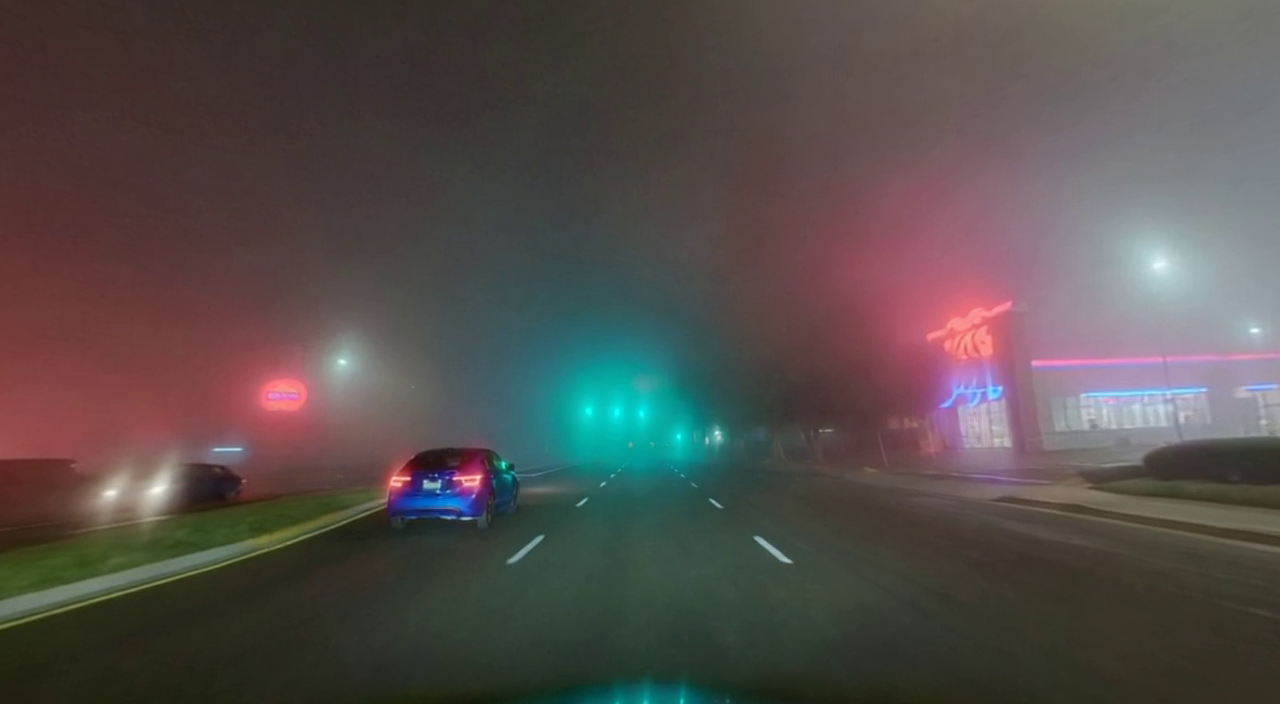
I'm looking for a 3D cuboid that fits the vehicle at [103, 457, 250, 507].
[{"bbox_3d":[-17.917,5.014,24.757,2.116,1.524,4.800,-3,-8,1],"label":"vehicle"}]

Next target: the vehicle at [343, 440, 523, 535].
[{"bbox_3d":[-3.711,2.476,12.325,2.082,1.460,4.636,0,-8,-2],"label":"vehicle"}]
